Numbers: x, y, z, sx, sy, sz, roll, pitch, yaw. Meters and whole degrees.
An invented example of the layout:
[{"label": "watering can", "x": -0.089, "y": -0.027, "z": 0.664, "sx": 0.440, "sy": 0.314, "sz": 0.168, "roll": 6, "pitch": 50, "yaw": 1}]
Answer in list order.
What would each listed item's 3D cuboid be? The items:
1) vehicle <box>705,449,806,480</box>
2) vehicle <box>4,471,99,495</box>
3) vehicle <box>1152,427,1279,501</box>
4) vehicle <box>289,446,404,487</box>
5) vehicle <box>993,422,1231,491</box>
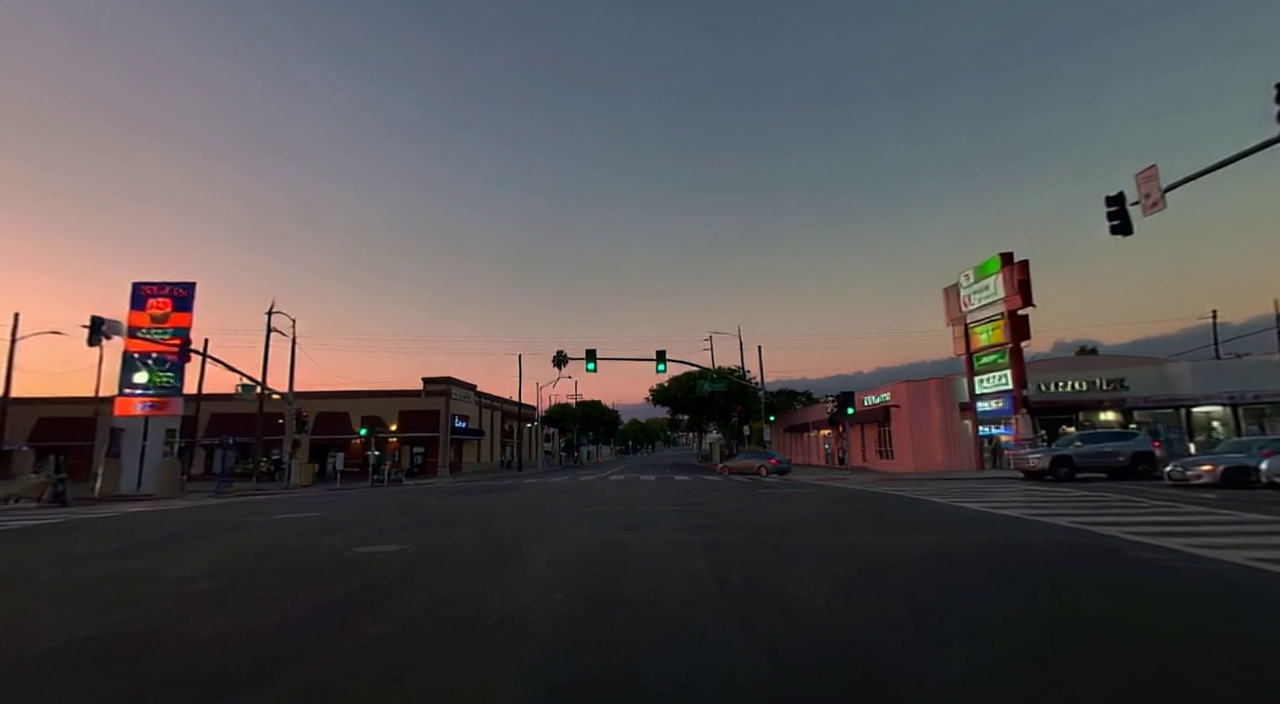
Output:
[{"label": "vehicle", "x": 5.891, "y": 5.763, "z": 32.709, "sx": 4.728, "sy": 1.468, "sz": 2.083, "roll": -8, "pitch": -12, "yaw": 44}, {"label": "vehicle", "x": -39.838, "y": 8.853, "z": 42.834, "sx": 4.464, "sy": 1.469, "sz": 1.908, "roll": 0, "pitch": -8, "yaw": 0}, {"label": "vehicle", "x": 14.395, "y": 2.370, "z": 13.538, "sx": 4.835, "sy": 1.487, "sz": 1.913, "roll": -3, "pitch": -9, "yaw": 20}, {"label": "vehicle", "x": -21.281, "y": 8.314, "z": 46.151, "sx": 6.991, "sy": 2.792, "sz": 2.607, "roll": 0, "pitch": -8, "yaw": -3}, {"label": "vehicle", "x": 13.014, "y": 2.928, "z": 17.902, "sx": 4.916, "sy": 1.730, "sz": 1.986, "roll": -4, "pitch": -9, "yaw": 22}]
